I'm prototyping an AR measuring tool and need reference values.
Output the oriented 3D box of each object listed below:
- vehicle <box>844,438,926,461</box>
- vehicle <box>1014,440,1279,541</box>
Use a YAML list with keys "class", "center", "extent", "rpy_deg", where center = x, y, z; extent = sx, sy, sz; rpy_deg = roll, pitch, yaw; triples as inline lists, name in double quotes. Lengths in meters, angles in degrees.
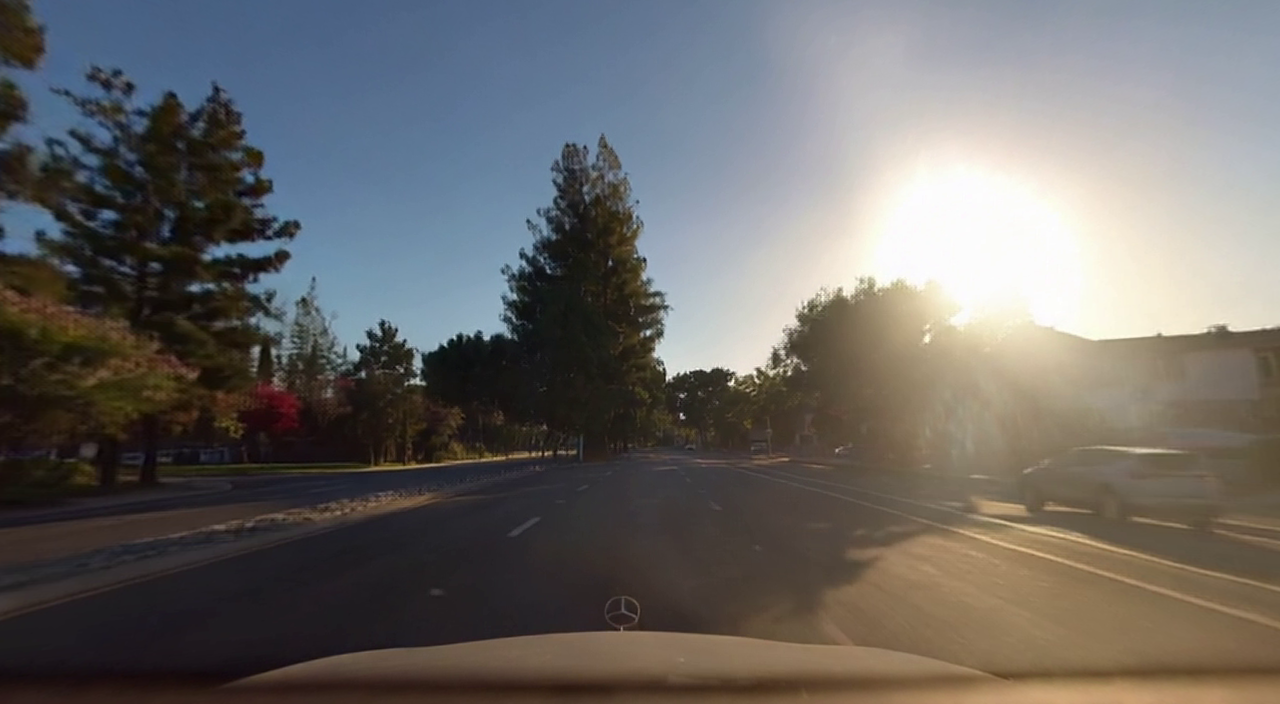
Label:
- class: "vehicle"
  center: [16.272, 6.502, 42.048]
  extent: [4.592, 1.472, 2.009]
  rpy_deg: [0, -9, 0]
- class: "vehicle"
  center: [9.563, 2.498, 12.110]
  extent: [2.076, 1.547, 4.398]
  rpy_deg: [0, -9, 0]
